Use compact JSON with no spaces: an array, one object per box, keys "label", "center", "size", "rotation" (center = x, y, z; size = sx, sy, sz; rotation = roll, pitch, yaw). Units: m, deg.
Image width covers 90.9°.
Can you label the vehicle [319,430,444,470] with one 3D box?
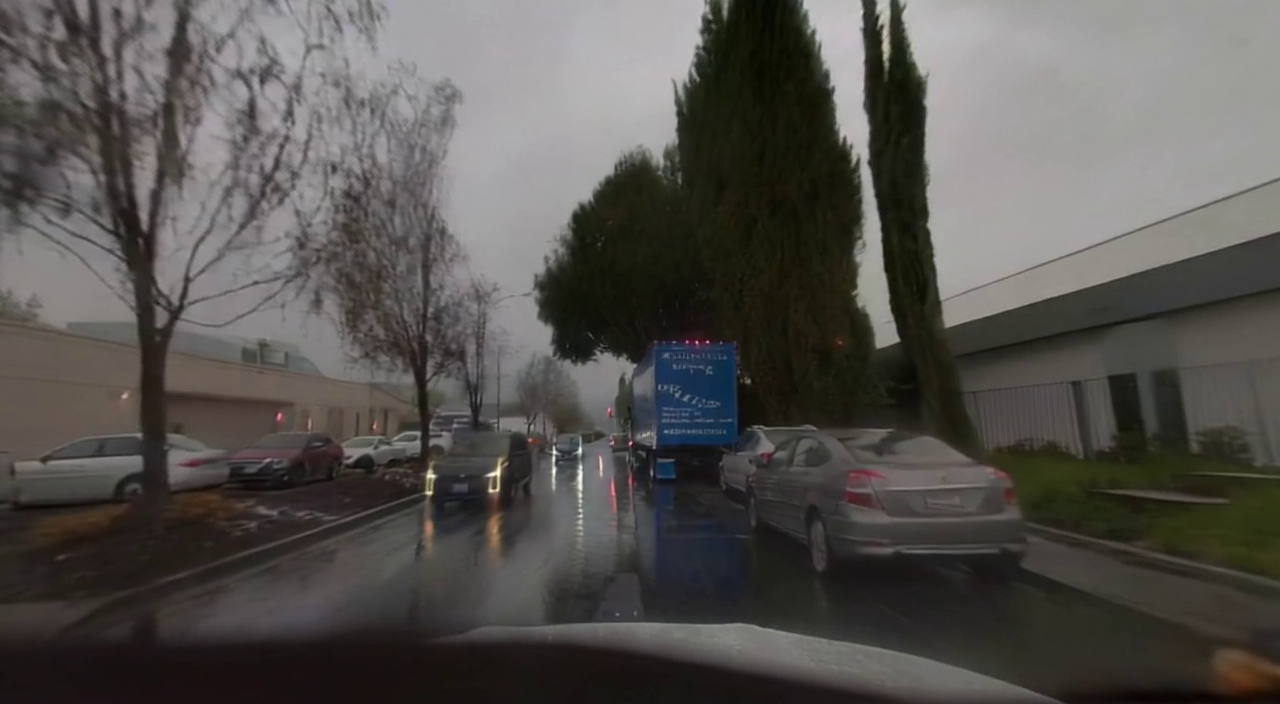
[{"label":"vehicle","center":[-9.771,3.724,24.117],"size":[4.015,1.461,1.903],"rotation":[1,-8,-6]}]

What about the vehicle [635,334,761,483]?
[{"label":"vehicle","center":[1.530,2.519,24.583],"size":[2.865,4.113,14.471],"rotation":[0,-8,-3]}]

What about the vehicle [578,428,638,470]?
[{"label":"vehicle","center":[-1.211,3.808,24.961],"size":[2.160,1.498,3.909],"rotation":[0,-8,-1]}]

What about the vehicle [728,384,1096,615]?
[{"label":"vehicle","center":[2.310,1.365,6.799],"size":[1.875,1.674,4.231],"rotation":[0,-8,-3]}]

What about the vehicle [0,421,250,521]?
[{"label":"vehicle","center":[-9.044,1.971,10.703],"size":[3.569,1.520,1.797],"rotation":[0,-8,-5]}]

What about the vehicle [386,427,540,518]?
[{"label":"vehicle","center":[-3.248,2.274,12.461],"size":[1.989,1.481,4.008],"rotation":[0,-8,-2]}]

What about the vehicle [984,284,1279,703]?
[{"label":"vehicle","center":[2.439,0.511,0.162],"size":[1.900,1.644,4.448],"rotation":[0,-8,-5]}]
